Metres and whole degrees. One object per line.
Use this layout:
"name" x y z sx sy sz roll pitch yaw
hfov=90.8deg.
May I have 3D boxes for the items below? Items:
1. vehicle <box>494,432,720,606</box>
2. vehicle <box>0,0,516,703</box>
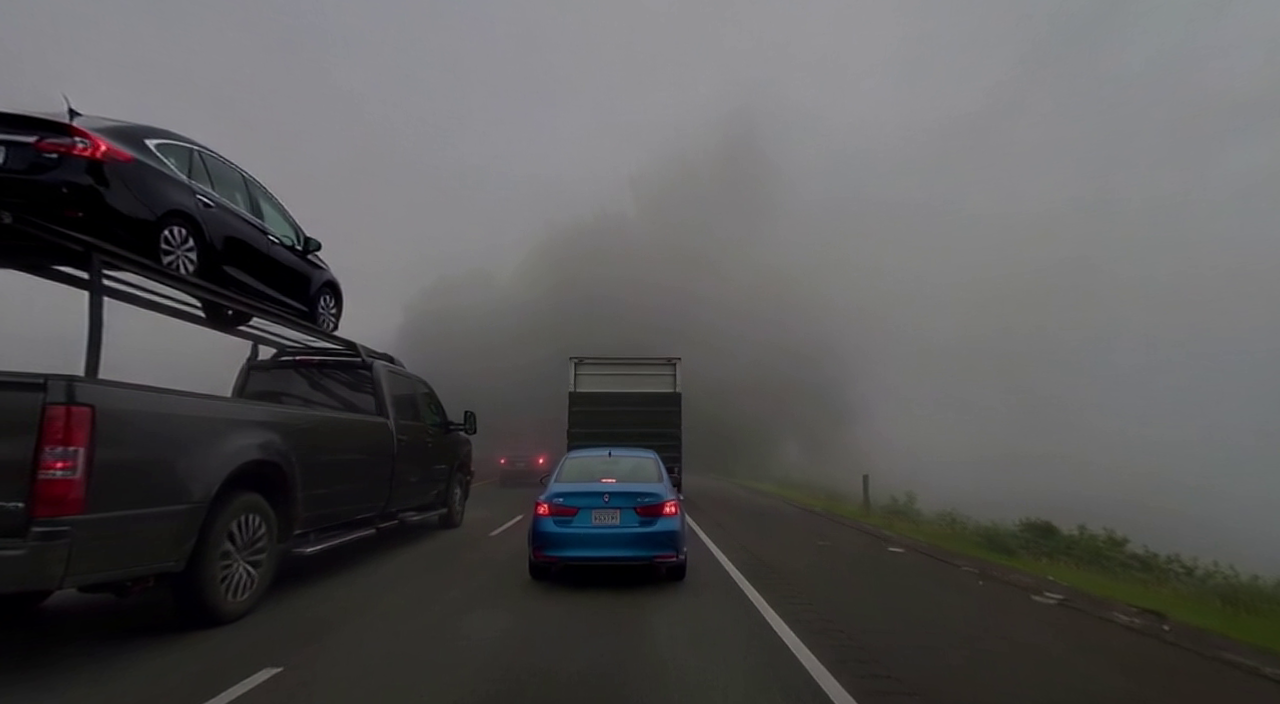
"vehicle" -0.315 1.743 7.339 1.991 1.507 3.391 0 -9 -1
"vehicle" -4.627 0.692 9.028 2.836 4.059 14.286 0 -9 0
